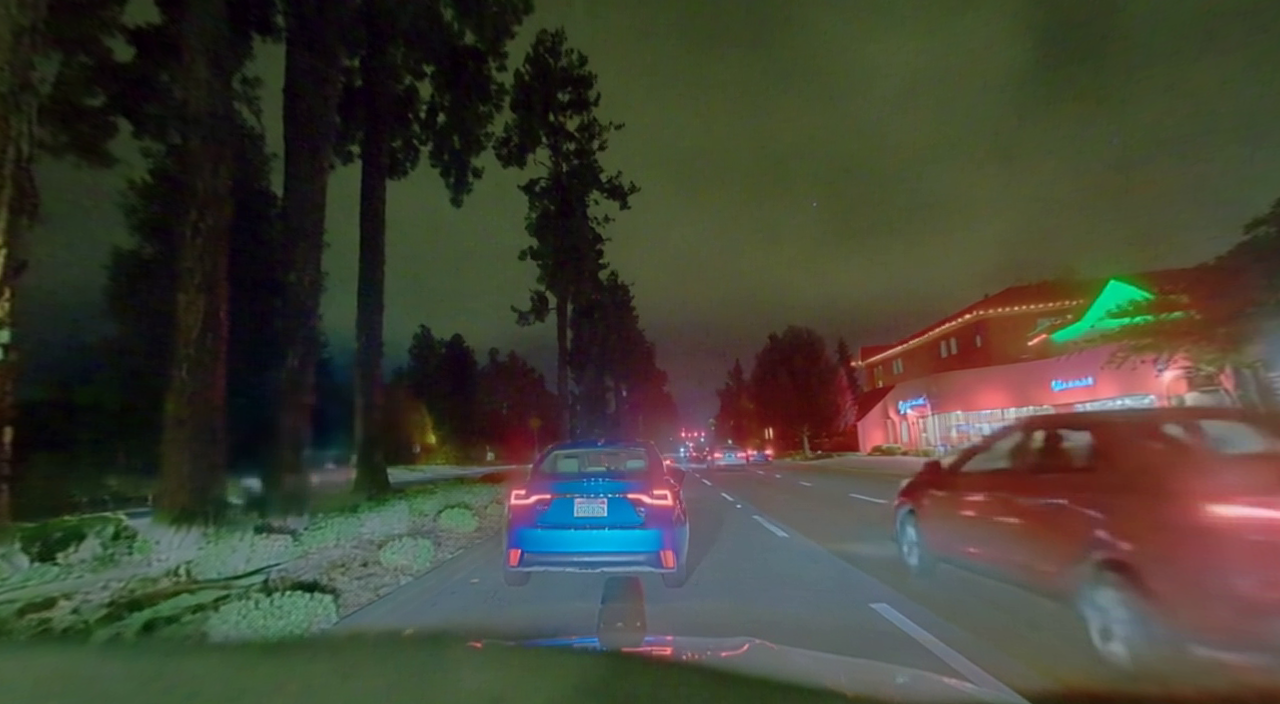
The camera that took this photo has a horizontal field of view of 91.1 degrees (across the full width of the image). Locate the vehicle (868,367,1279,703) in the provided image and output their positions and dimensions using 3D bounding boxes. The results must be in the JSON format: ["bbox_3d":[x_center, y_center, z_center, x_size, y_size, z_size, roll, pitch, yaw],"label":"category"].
[{"bbox_3d":[3.608,1.199,5.061,1.971,1.637,4.317,0,-8,1],"label":"vehicle"}]

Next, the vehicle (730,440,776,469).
[{"bbox_3d":[7.804,7.097,43.741,2.253,1.854,5.409,0,-9,1],"label":"vehicle"}]

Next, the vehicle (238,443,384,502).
[{"bbox_3d":[-11.964,4.388,23.472,2.257,1.904,5.751,0,-9,1],"label":"vehicle"}]

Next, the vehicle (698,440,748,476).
[{"bbox_3d":[4.097,5.302,31.643,1.946,1.648,4.230,0,-9,1],"label":"vehicle"}]

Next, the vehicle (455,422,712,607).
[{"bbox_3d":[-0.471,1.642,7.250,2.111,1.506,4.018,0,-8,0],"label":"vehicle"}]
